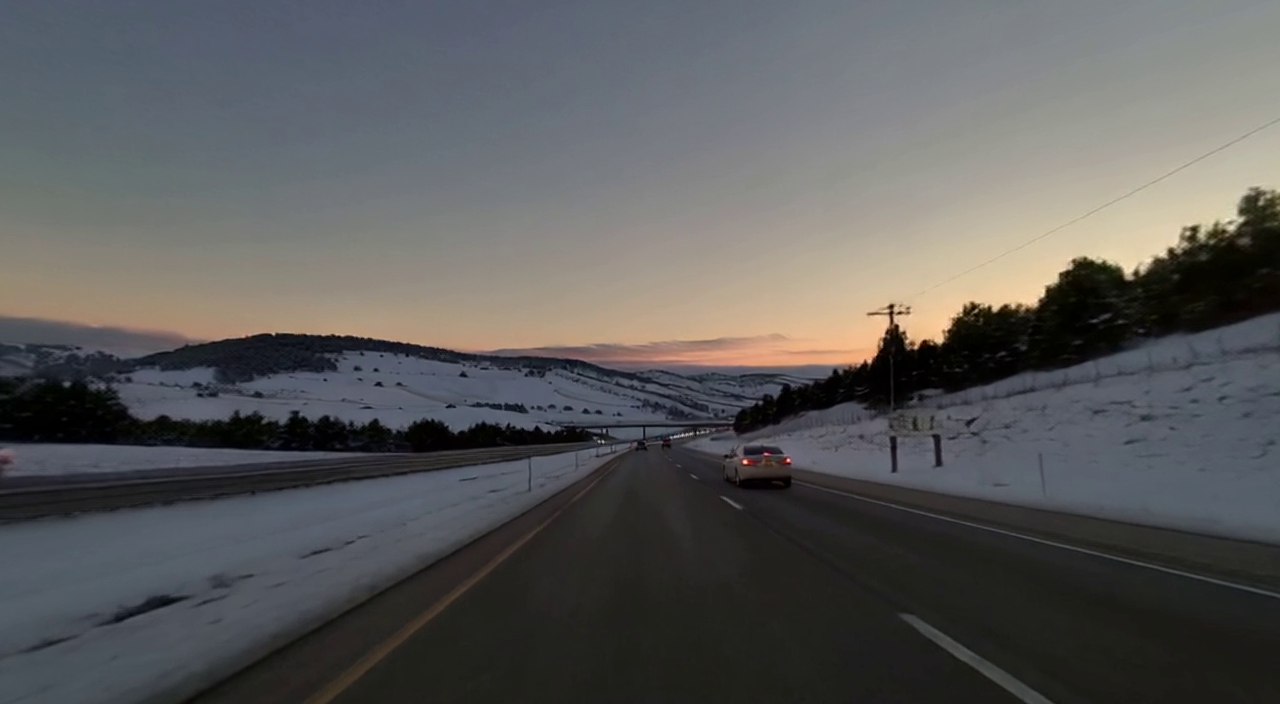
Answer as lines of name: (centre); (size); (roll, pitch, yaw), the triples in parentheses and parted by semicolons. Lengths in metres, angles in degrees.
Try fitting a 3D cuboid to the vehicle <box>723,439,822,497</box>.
vehicle: (3.826, 3.417, 19.137); (1.960, 1.516, 4.657); (0, -8, 0)
